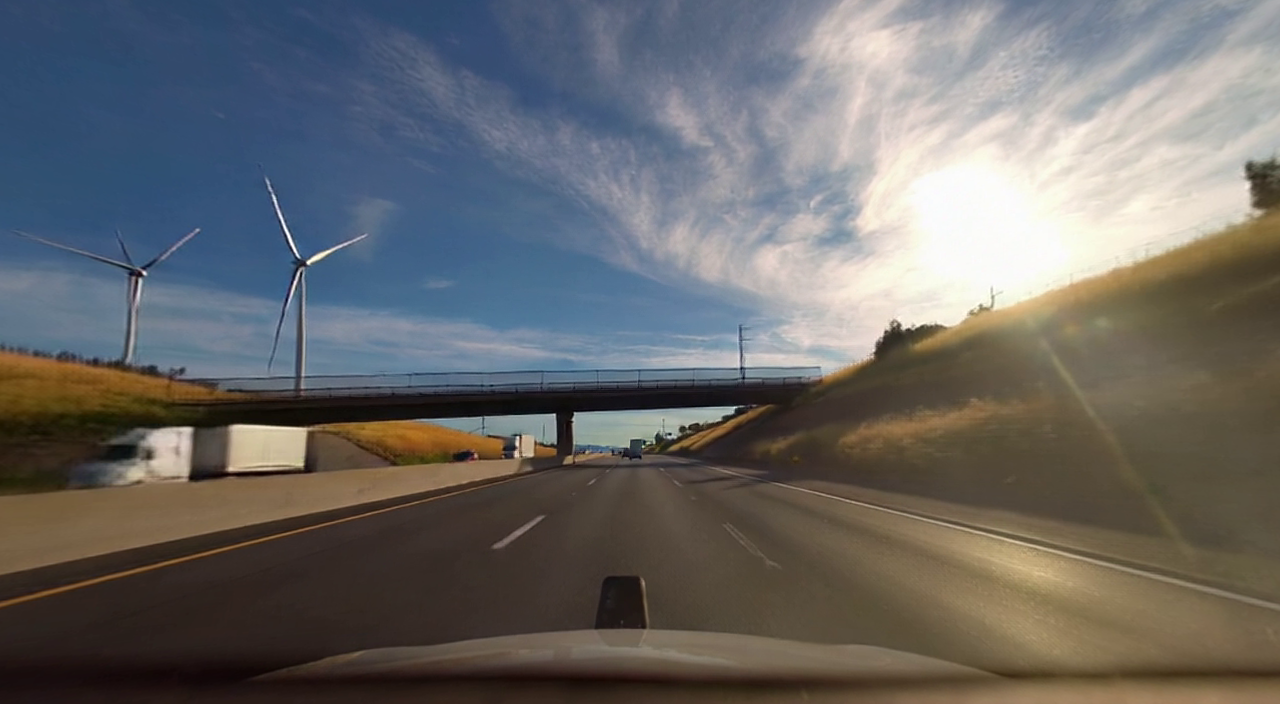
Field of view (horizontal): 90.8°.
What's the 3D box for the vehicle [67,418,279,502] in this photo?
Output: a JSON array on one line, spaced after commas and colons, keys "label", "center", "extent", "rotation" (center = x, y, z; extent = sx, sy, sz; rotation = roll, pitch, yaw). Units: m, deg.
[{"label": "vehicle", "center": [-19.843, 4.675, 27.796], "extent": [2.877, 3.107, 8.416], "rotation": [0, -9, 0]}]
